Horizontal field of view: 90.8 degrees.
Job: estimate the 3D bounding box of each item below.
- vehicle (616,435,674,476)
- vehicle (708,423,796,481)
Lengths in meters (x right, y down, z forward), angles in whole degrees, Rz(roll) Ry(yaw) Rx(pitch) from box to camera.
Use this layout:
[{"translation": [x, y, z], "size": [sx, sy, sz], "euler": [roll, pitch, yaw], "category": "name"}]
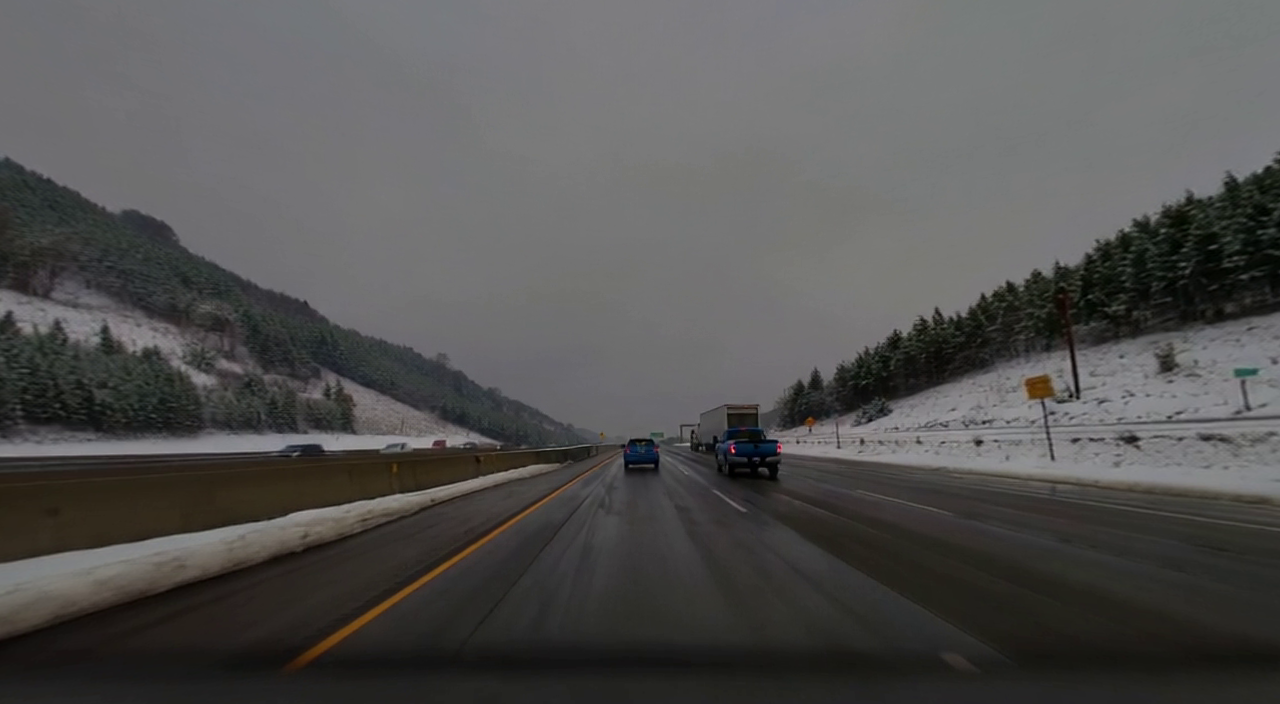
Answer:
[{"translation": [0.148, 4.033, 24.820], "size": [2.083, 1.477, 3.965], "euler": [0, -8, -1], "category": "vehicle"}, {"translation": [3.754, 3.461, 22.089], "size": [2.098, 1.794, 4.561], "euler": [0, -9, -2], "category": "vehicle"}]
